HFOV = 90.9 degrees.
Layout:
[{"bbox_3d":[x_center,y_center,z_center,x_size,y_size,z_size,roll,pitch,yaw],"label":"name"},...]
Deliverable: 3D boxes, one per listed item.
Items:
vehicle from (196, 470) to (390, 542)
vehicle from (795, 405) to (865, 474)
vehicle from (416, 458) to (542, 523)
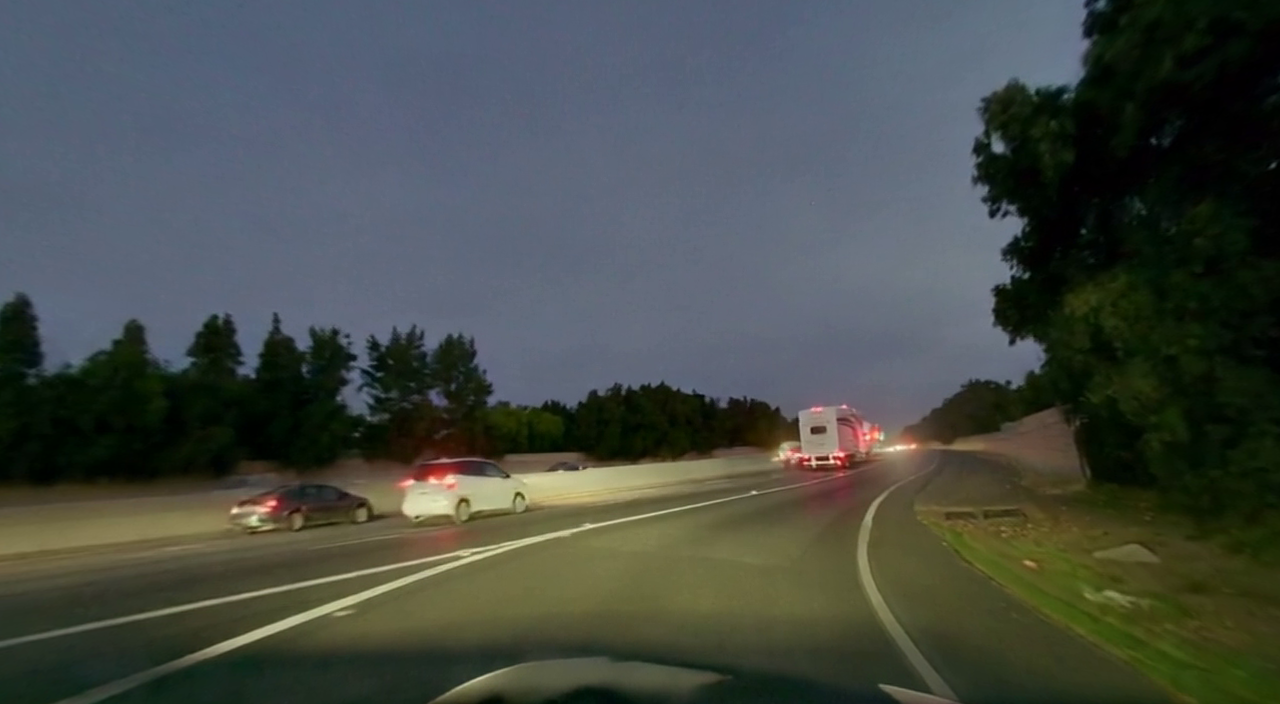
[{"bbox_3d":[-9.129,4.017,16.995,1.872,1.536,4.134,-5,-10,28],"label":"vehicle"},{"bbox_3d":[13.643,6.283,44.692,3.123,4.328,9.076,-5,-10,26],"label":"vehicle"},{"bbox_3d":[-4.415,3.780,17.649,1.778,1.560,3.030,-5,-10,28],"label":"vehicle"}]
